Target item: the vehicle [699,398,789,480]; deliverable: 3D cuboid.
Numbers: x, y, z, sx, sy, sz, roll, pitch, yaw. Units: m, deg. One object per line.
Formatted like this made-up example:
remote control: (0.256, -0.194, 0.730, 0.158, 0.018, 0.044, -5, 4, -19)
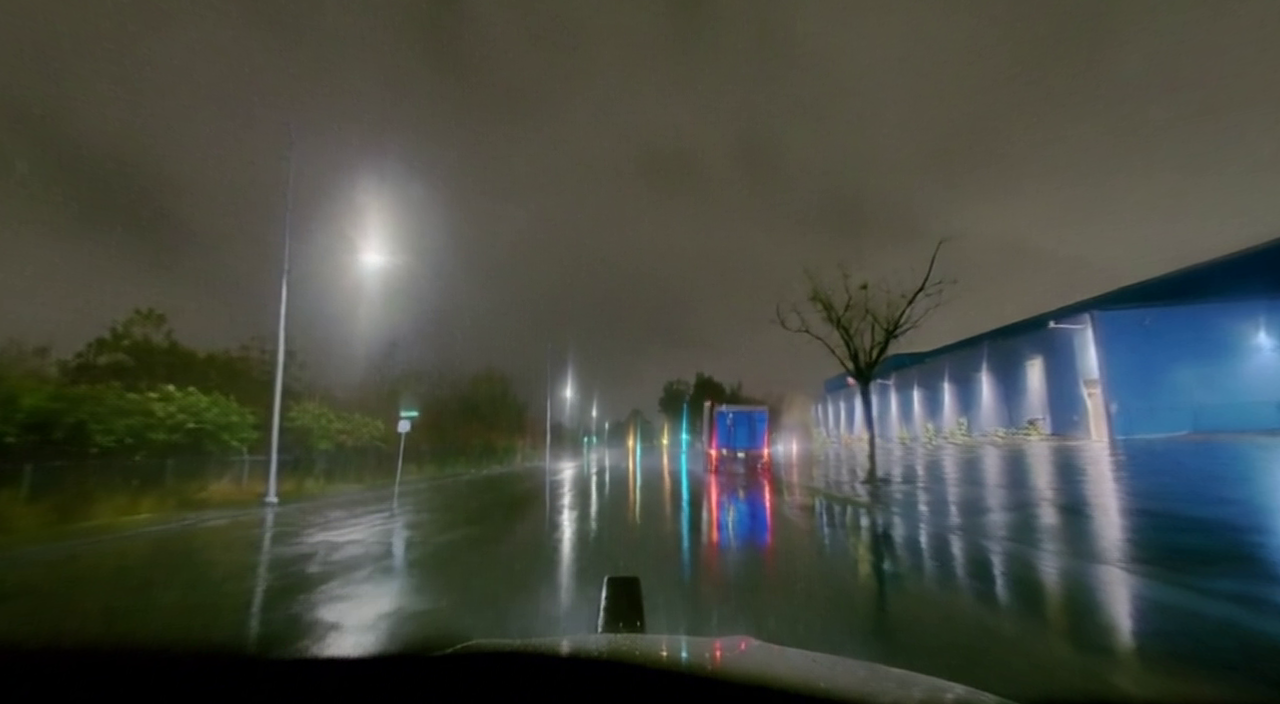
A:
vehicle: (4.523, 4.036, 28.968, 3.019, 3.303, 6.252, 0, -9, 0)
